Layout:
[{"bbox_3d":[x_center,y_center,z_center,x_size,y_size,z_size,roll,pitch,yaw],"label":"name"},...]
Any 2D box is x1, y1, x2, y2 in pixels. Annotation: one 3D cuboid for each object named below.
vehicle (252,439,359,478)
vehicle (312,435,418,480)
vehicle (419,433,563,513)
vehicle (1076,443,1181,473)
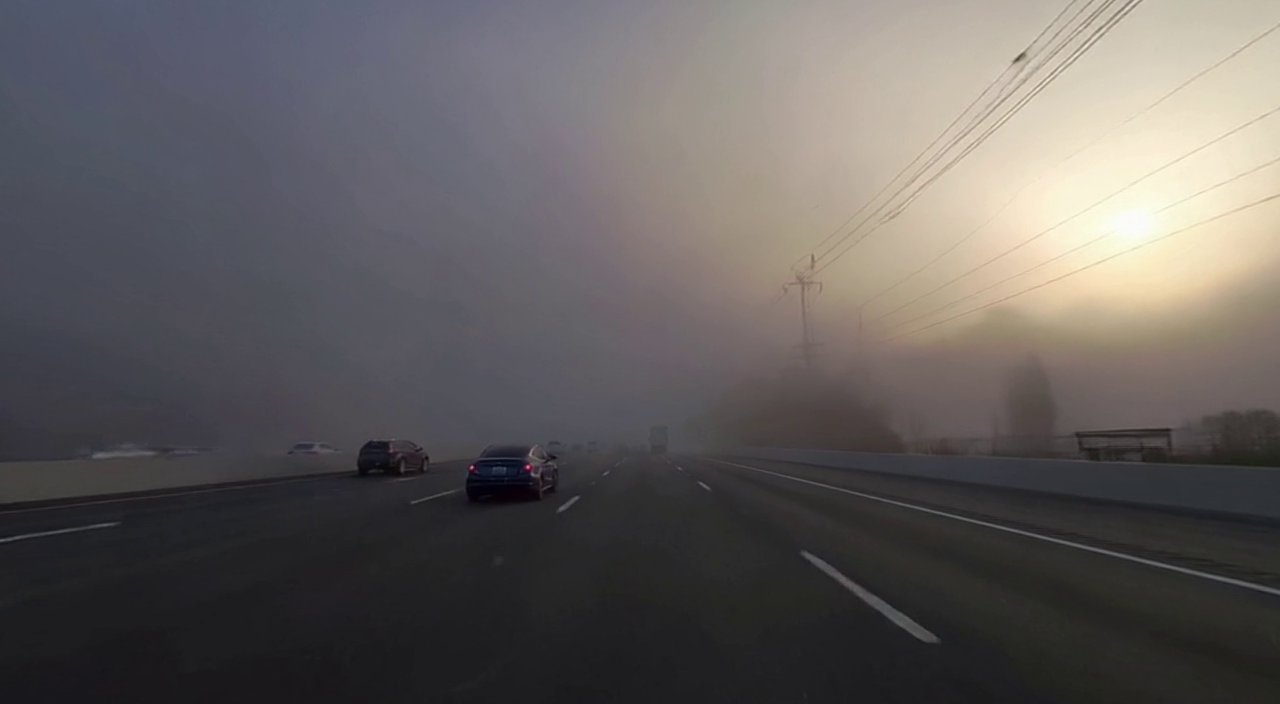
[{"bbox_3d":[-14.547,4.654,27.772,2.039,1.516,4.780,0,-9,1],"label":"vehicle"},{"bbox_3d":[-10.838,4.197,25.273,2.058,1.621,4.739,0,-9,1],"label":"vehicle"},{"bbox_3d":[-3.205,2.730,14.740,2.045,1.532,4.954,0,-9,1],"label":"vehicle"},{"bbox_3d":[25.901,5.617,33.617,1.818,1.470,4.404,1,-9,-6],"label":"vehicle"}]
